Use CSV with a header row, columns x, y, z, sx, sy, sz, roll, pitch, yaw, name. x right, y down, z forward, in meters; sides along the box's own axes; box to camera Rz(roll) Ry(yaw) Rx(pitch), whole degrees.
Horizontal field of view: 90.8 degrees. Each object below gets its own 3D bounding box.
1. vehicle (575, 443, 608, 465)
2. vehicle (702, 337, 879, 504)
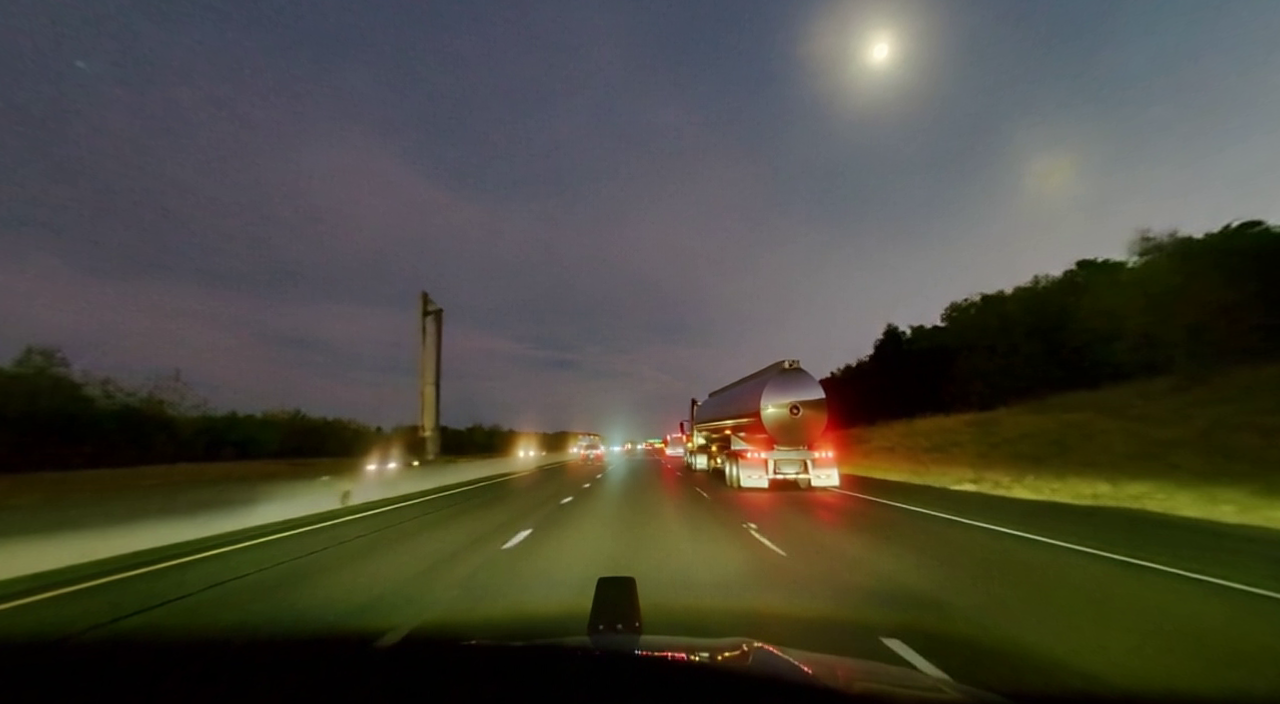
x,y,z,sx,sy,sz,roll,pitch,yaw,name
-3.436,7.334,45.388,1.986,1.458,4.506,0,-9,0,vehicle
3.830,2.230,18.983,2.759,3.734,9.708,0,-9,-1,vehicle
